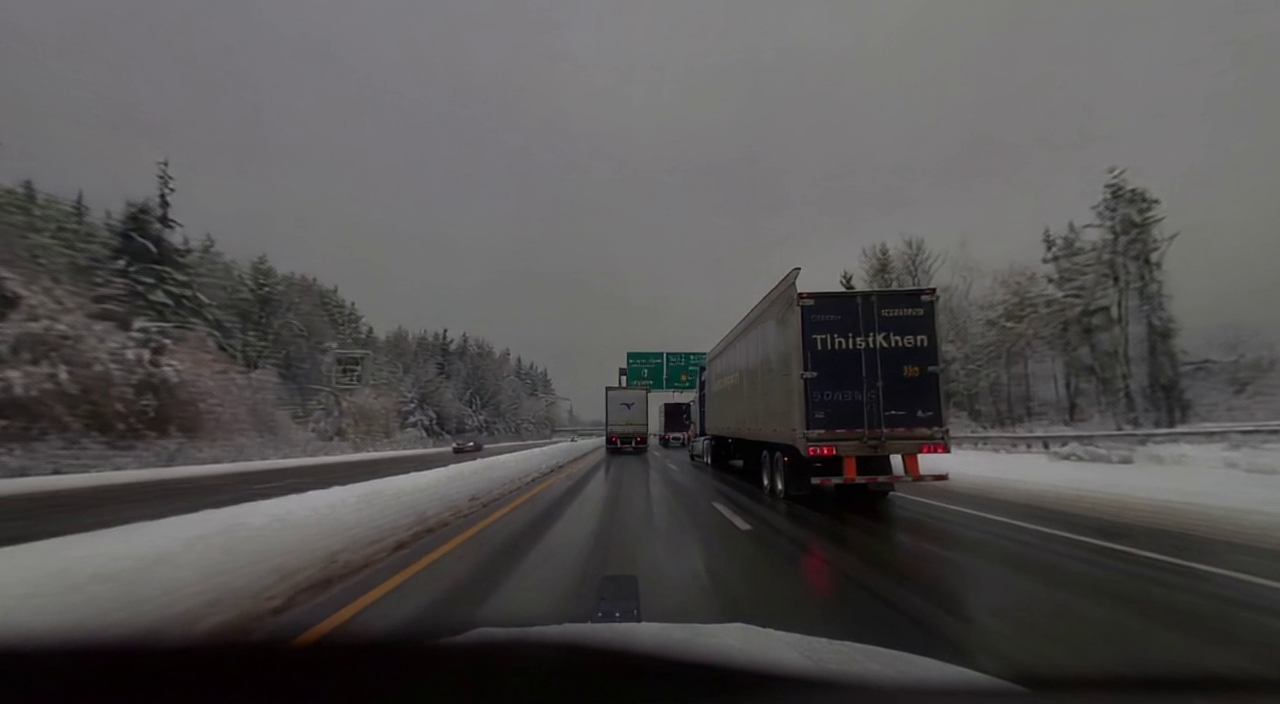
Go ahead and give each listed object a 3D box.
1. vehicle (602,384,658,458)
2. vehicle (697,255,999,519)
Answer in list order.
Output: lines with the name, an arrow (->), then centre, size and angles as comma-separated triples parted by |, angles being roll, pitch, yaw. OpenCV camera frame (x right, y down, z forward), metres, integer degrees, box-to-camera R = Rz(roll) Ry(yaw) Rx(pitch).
vehicle -> -0.611, 4.307, 38.357 | 2.958, 3.917, 10.196 | 0, -8, -1
vehicle -> 3.872, 1.469, 17.100 | 2.856, 4.145, 14.500 | 0, -8, -2
